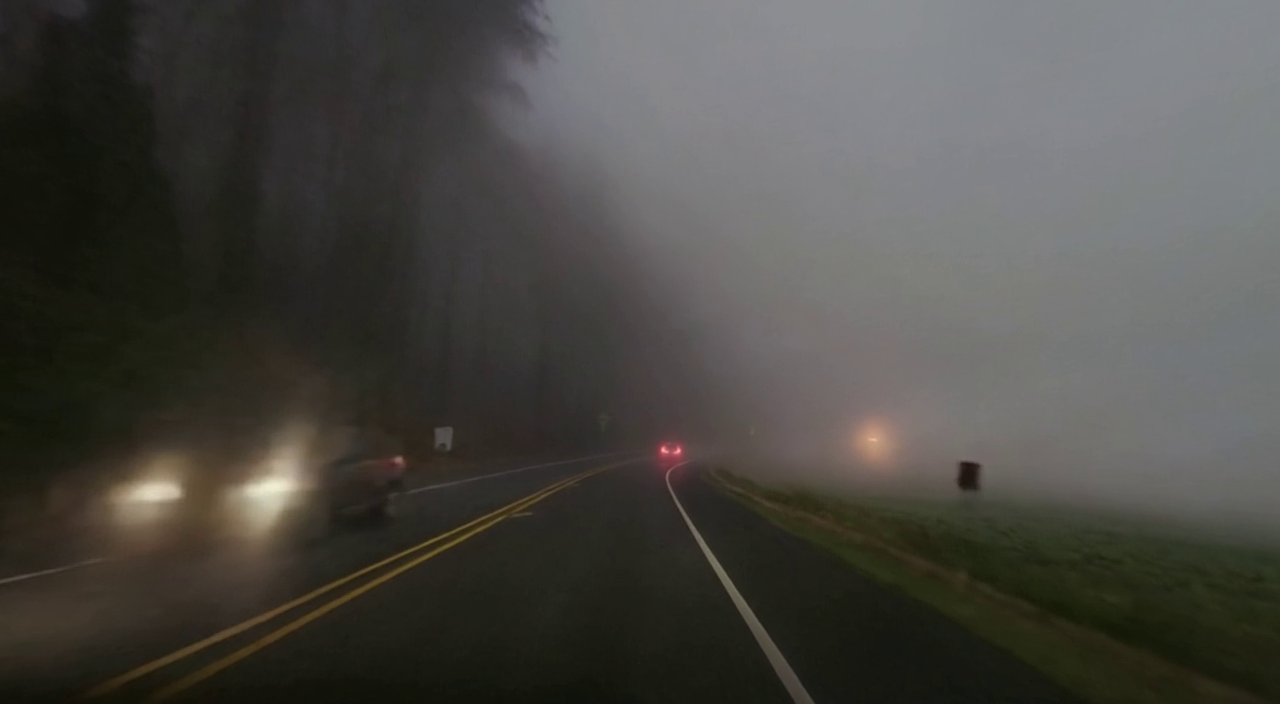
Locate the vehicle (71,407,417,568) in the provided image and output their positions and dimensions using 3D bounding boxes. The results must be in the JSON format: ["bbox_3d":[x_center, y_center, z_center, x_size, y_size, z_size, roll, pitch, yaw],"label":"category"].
[{"bbox_3d":[-5.063,1.792,9.029,2.140,1.727,4.202,0,-9,1],"label":"vehicle"}]
